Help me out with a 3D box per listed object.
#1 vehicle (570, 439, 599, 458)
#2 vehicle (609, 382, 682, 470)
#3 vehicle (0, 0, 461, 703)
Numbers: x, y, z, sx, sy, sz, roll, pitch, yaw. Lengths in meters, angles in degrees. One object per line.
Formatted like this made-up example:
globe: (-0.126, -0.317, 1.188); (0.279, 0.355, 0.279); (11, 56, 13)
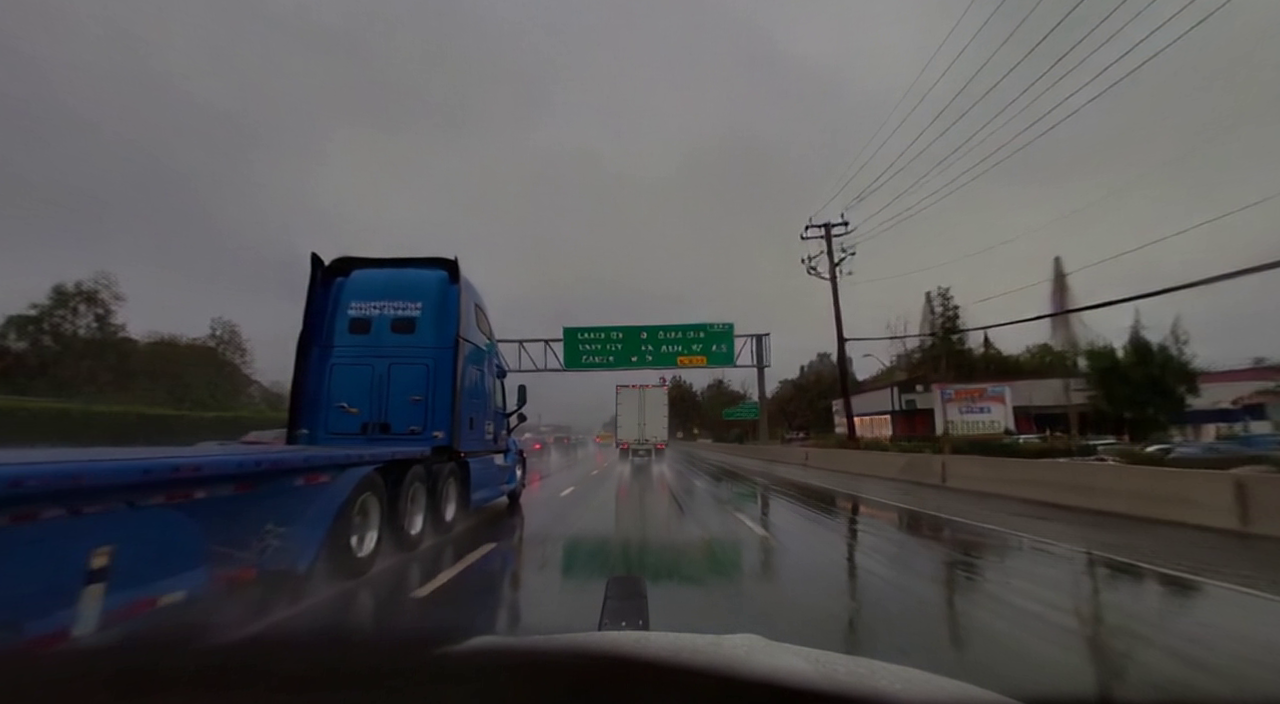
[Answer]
vehicle: (-4.316, 7.617, 49.815); (1.933, 1.459, 4.478); (0, -9, 0)
vehicle: (0.229, 3.750, 30.657); (2.941, 3.604, 9.851); (0, -9, 0)
vehicle: (-3.932, -0.485, 0.773); (2.875, 4.083, 15.756); (0, -9, 0)
